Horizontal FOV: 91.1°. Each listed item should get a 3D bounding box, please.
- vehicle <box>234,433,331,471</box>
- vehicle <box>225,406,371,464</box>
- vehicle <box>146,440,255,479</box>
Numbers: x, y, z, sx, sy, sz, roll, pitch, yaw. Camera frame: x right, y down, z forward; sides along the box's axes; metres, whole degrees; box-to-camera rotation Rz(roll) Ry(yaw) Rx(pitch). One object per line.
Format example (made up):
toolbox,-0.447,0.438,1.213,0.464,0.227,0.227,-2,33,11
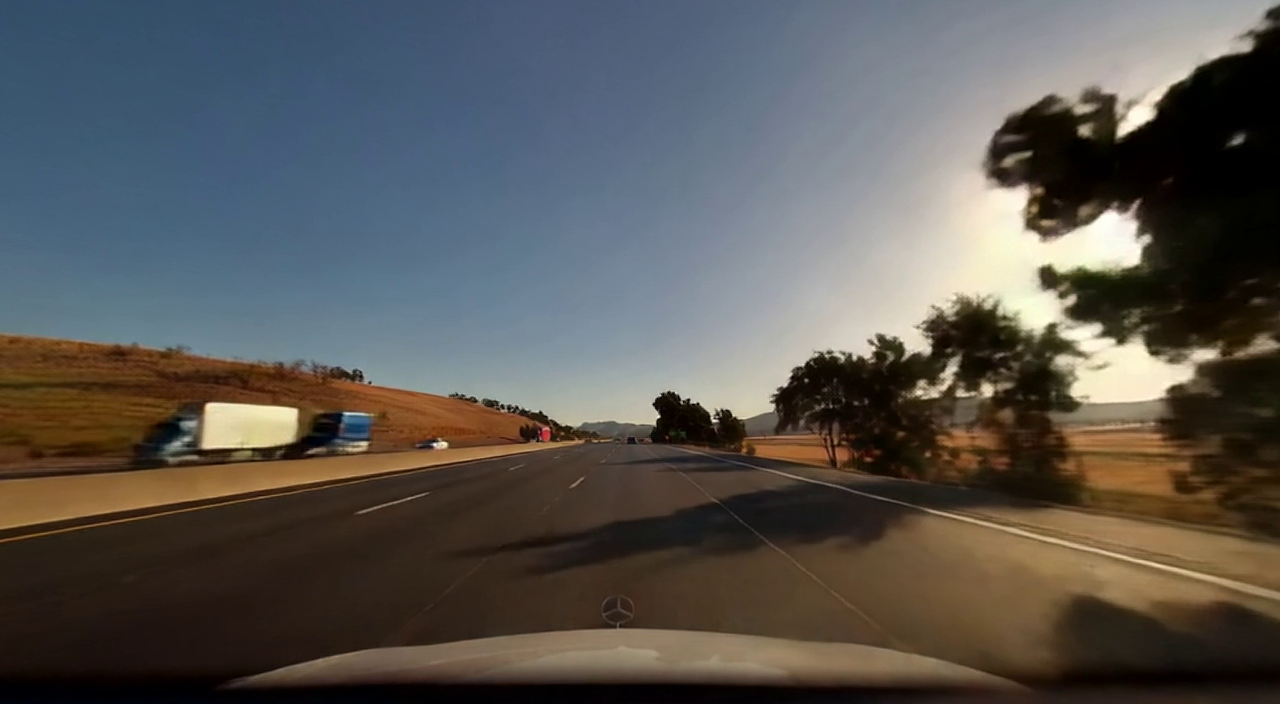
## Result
vehicle,-15.948,4.459,28.343,1.909,1.534,4.298,0,-8,-2
vehicle,-23.690,5.957,44.990,3.162,3.528,13.512,0,-8,-1
vehicle,-19.467,4.742,28.120,1.882,1.540,4.180,0,-8,-1
